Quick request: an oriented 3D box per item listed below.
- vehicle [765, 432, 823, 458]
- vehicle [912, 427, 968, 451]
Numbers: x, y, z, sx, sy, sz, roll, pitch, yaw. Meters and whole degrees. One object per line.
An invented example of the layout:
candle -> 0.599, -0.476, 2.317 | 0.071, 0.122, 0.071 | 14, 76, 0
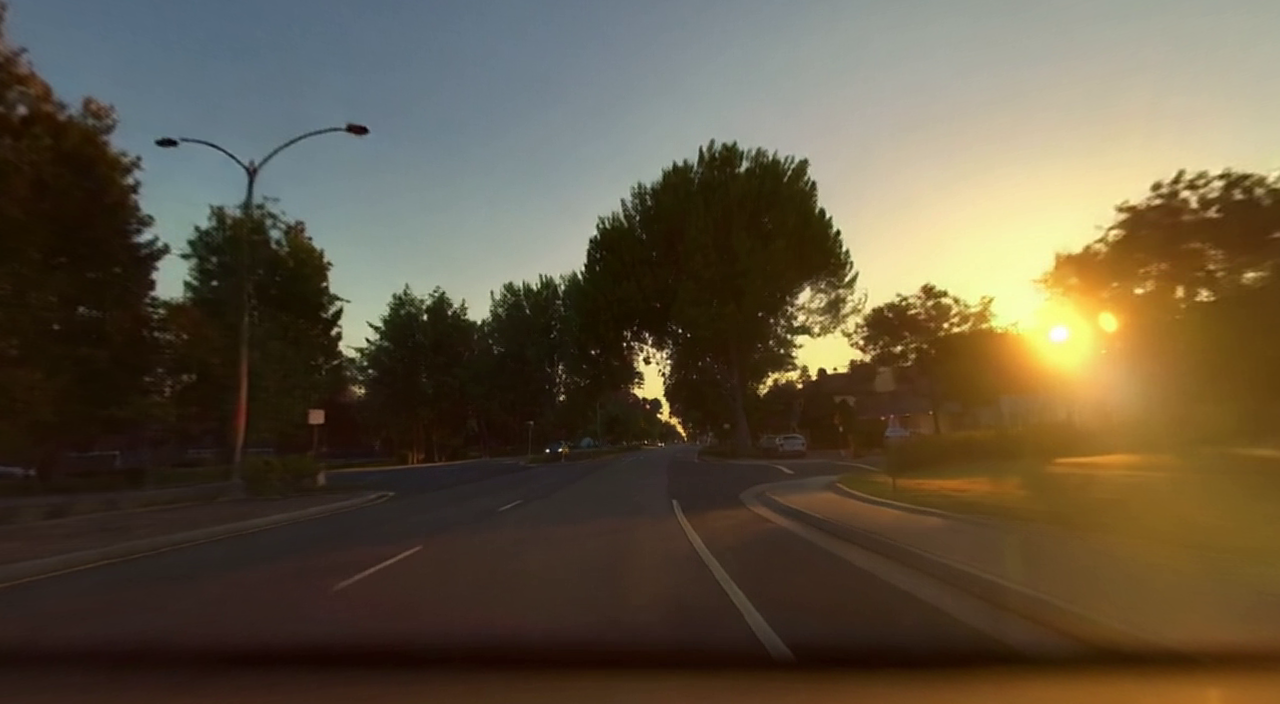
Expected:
vehicle -> 12.085, 7.278, 49.767 | 2.199, 1.661, 4.495 | 5, -6, -22
vehicle -> 20.873, 6.019, 43.886 | 4.241, 1.560, 1.979 | 6, -9, -43
